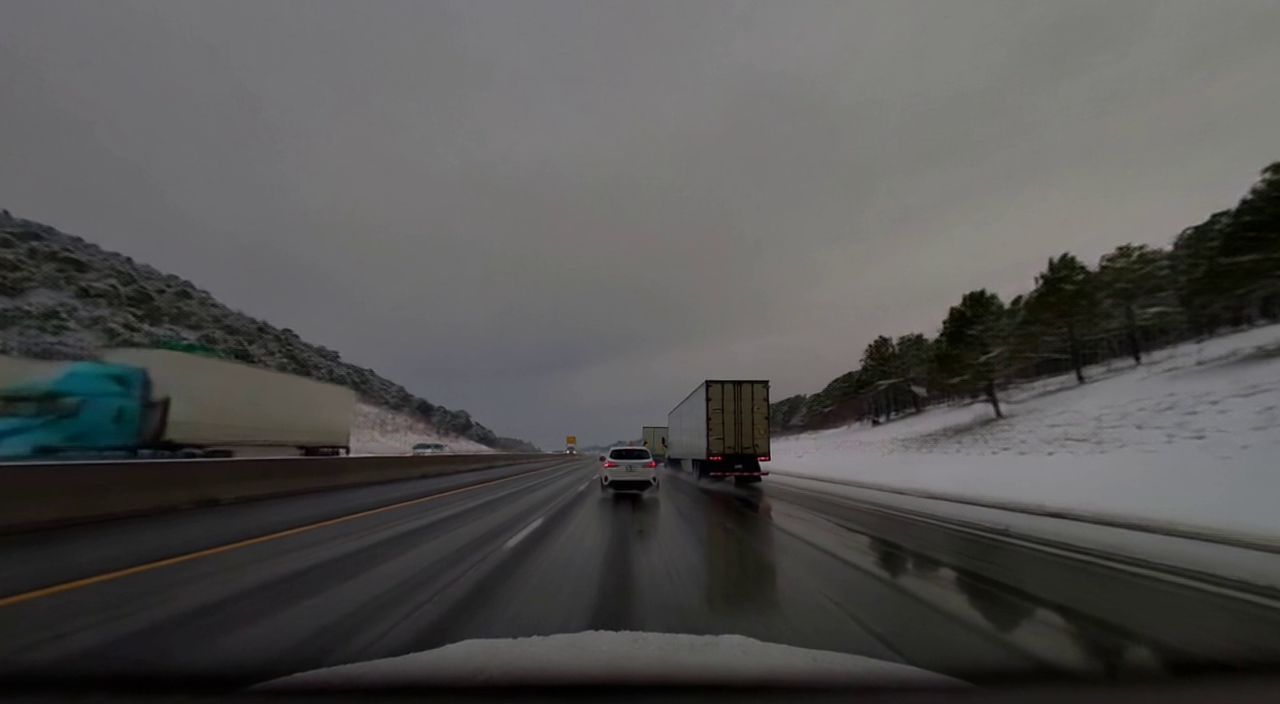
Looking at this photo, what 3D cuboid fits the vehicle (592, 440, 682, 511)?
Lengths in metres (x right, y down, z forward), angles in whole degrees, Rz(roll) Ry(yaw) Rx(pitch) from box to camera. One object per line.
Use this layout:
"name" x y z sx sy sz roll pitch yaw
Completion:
"vehicle" -0.090 3.218 16.783 2.109 1.639 3.768 0 -9 -1

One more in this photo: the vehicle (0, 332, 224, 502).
"vehicle" -15.259 1.954 17.689 2.985 3.964 5.868 0 -9 -1

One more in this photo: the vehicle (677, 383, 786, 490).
"vehicle" 3.850 4.284 30.882 2.812 4.024 14.098 0 -9 -2

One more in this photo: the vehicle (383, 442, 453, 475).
"vehicle" -12.085 5.831 34.678 2.105 1.656 4.746 0 -9 0
